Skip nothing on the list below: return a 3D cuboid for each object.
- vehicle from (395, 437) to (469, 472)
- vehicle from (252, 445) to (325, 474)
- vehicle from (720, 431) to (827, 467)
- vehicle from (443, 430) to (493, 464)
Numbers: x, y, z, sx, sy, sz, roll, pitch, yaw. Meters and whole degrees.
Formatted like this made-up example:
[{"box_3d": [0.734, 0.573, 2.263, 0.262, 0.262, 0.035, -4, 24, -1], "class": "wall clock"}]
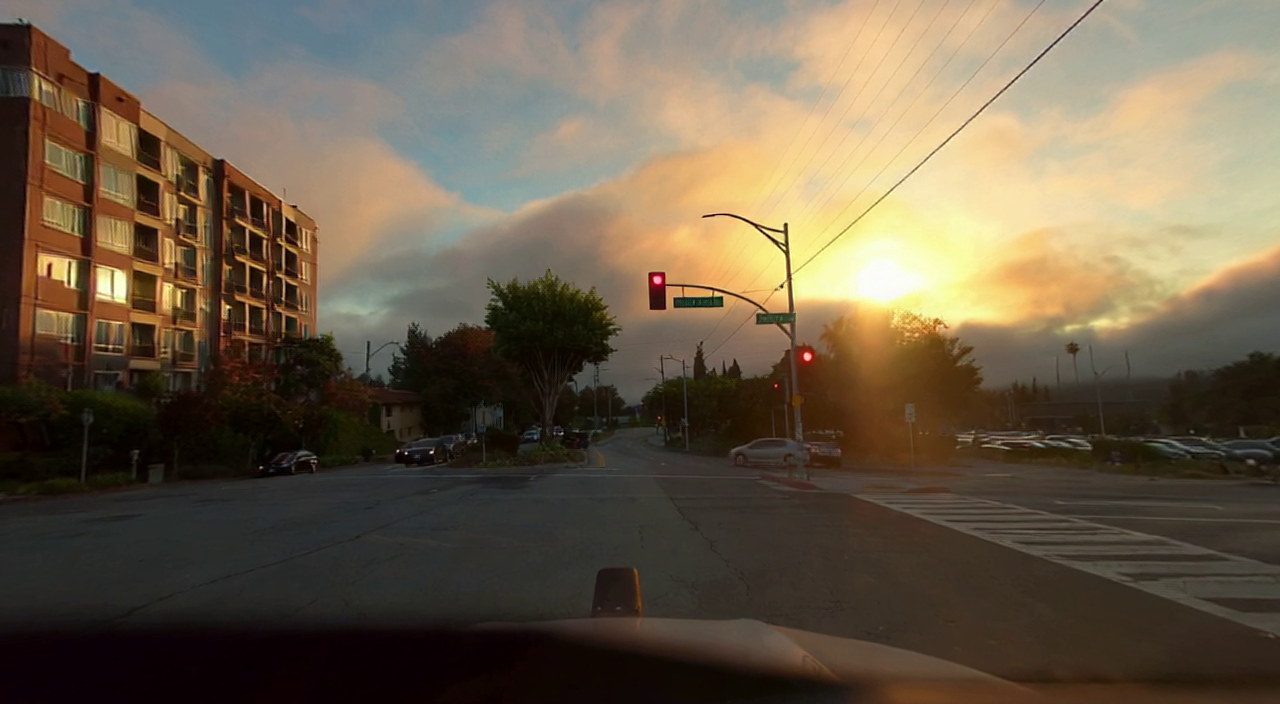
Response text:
[{"box_3d": [-9.670, 4.801, 29.768, 2.116, 1.521, 4.294, 0, -9, -1], "class": "vehicle"}, {"box_3d": [-21.075, 6.453, 38.107, 1.981, 1.628, 4.336, 0, -9, -1], "class": "vehicle"}, {"box_3d": [6.363, 4.712, 30.666, 2.073, 1.571, 4.790, 7, -11, -39], "class": "vehicle"}, {"box_3d": [-9.761, 5.455, 36.177, 1.910, 1.818, 4.057, 0, -9, -3], "class": "vehicle"}]
